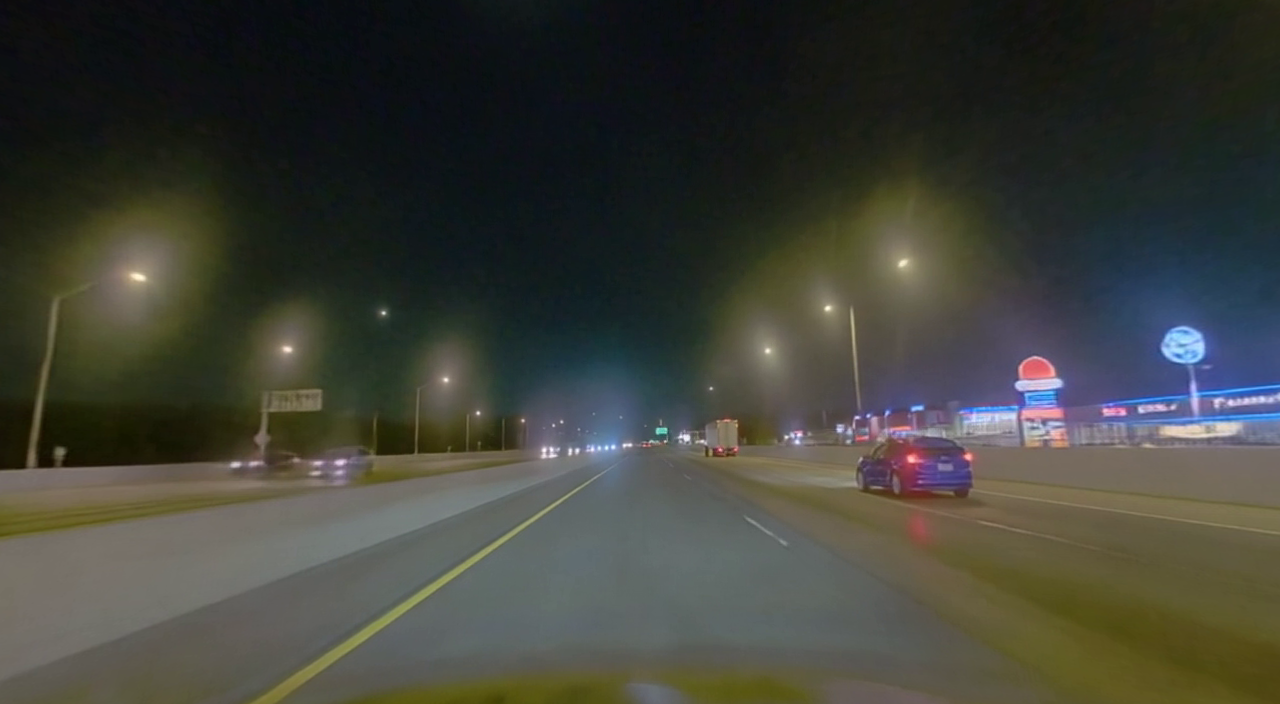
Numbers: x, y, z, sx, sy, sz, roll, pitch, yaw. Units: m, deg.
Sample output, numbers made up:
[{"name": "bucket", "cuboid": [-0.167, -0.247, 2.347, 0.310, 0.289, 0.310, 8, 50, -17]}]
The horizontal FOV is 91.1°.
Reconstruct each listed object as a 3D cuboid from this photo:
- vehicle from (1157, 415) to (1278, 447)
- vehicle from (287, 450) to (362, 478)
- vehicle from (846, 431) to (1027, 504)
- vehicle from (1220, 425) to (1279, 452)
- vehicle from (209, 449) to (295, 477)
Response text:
[{"name": "vehicle", "cuboid": [35.729, 4.919, 39.026, 4.978, 1.798, 2.146, -1, -9, 14]}, {"name": "vehicle", "cuboid": [-18.215, 6.461, 36.553, 1.896, 1.475, 4.735, 0, -8, 0]}, {"name": "vehicle", "cuboid": [7.119, 2.820, 15.854, 2.079, 1.518, 5.032, 0, -8, -1]}, {"name": "vehicle", "cuboid": [36.045, 4.913, 35.551, 4.453, 1.442, 1.894, 0, -8, 0]}, {"name": "vehicle", "cuboid": [-27.411, 7.810, 44.673, 2.170, 1.812, 5.804, 0, -8, 4]}]
